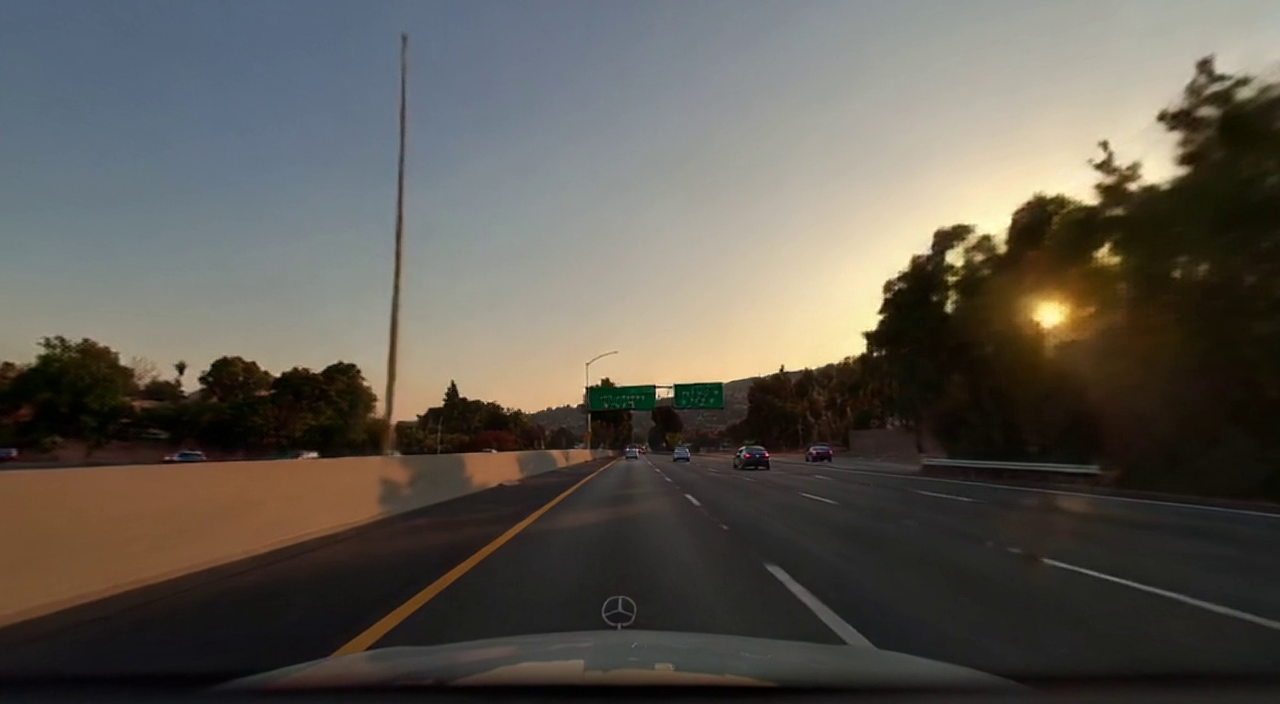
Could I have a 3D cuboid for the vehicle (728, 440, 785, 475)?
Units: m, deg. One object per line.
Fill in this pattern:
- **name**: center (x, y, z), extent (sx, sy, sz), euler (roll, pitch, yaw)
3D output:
- **vehicle**: center (6.068, 5.528, 33.340), extent (2.030, 1.706, 4.279), euler (0, -9, -2)
